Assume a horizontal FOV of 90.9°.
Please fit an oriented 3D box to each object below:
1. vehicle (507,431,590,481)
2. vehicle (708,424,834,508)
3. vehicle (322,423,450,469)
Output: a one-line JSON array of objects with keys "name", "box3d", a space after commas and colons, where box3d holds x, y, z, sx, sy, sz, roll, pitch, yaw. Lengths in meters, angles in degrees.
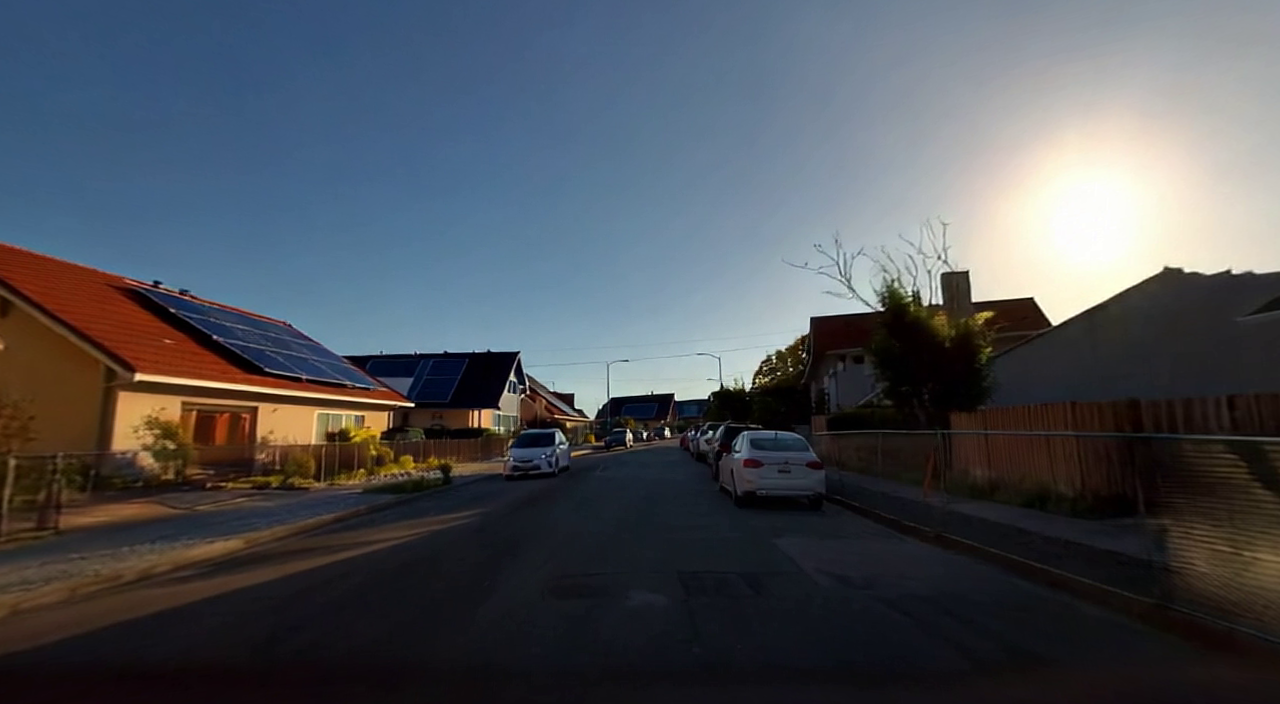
[{"name": "vehicle", "box3d": [-2.943, 3.441, 21.209, 1.972, 1.499, 4.191, -1, -8, 3]}, {"name": "vehicle", "box3d": [2.582, 2.333, 13.407, 1.998, 1.494, 3.927, 0, -8, 3]}, {"name": "vehicle", "box3d": [-10.117, 3.768, 25.357, 4.205, 1.745, 2.121, -1, -8, 4]}]
